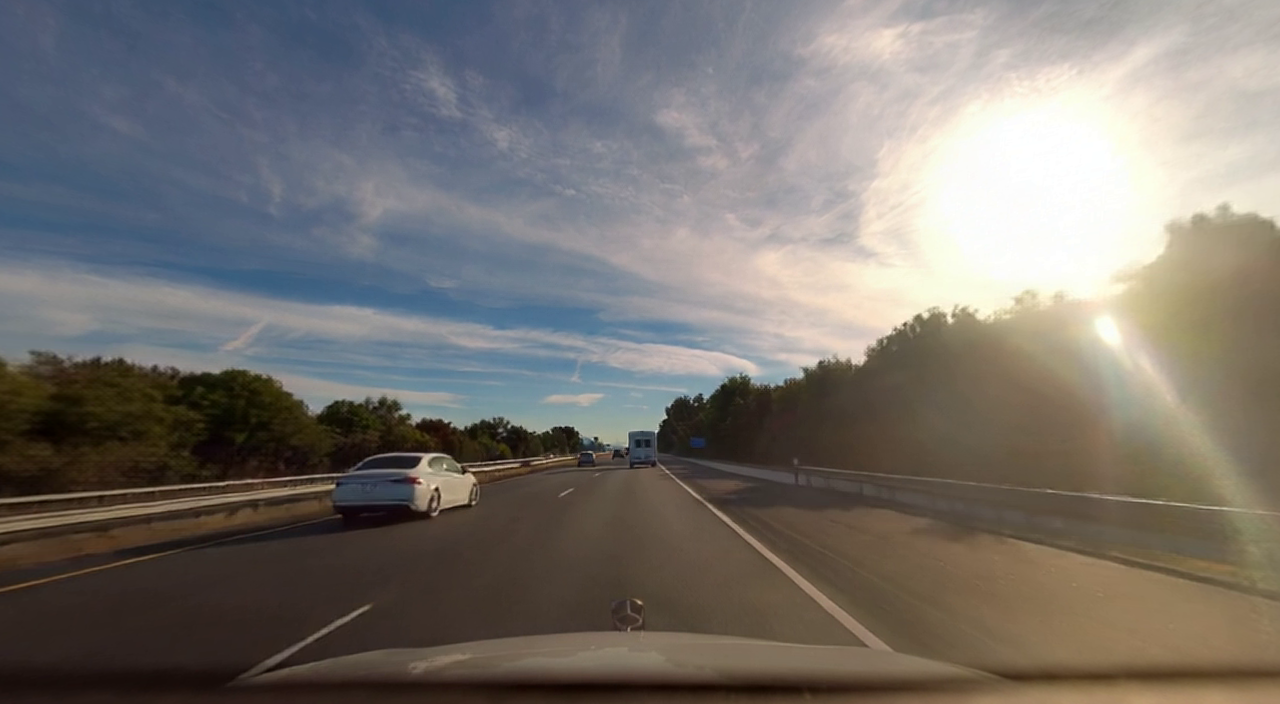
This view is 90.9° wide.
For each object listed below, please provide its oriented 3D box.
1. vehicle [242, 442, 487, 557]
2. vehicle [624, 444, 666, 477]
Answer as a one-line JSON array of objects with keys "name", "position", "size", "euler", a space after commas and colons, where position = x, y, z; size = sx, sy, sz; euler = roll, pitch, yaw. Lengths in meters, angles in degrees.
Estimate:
[{"name": "vehicle", "position": [-4.115, 2.255, 10.416], "size": [1.998, 1.460, 4.422], "euler": [0, -9, 1]}, {"name": "vehicle", "position": [0.261, 5.977, 34.769], "size": [2.172, 1.687, 3.929], "euler": [0, -9, 0]}]
